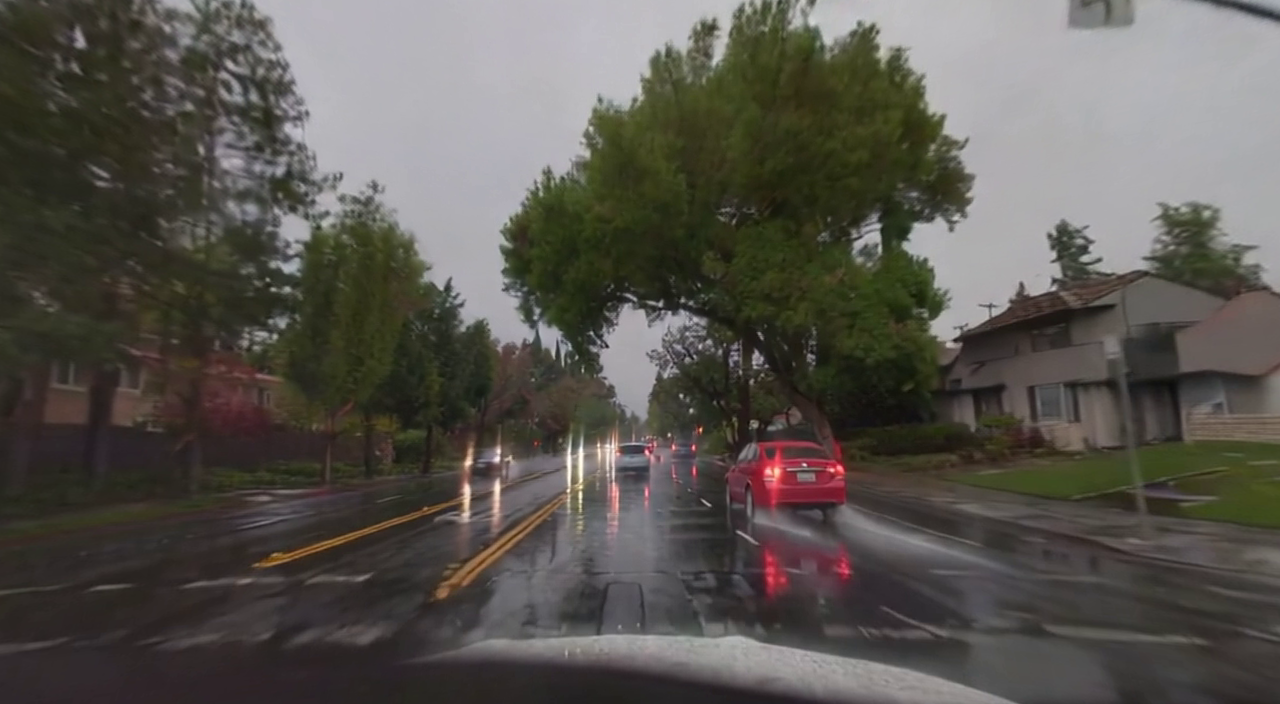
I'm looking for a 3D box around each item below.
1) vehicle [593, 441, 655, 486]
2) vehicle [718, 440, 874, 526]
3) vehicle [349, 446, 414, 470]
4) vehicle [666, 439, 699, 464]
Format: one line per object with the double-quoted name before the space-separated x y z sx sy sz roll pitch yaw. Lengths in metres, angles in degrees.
"vehicle" -0.584 4.114 23.667 2.114 1.483 4.207 0 -8 -1
"vehicle" 2.950 2.568 13.063 1.973 1.447 4.402 0 -8 -2
"vehicle" -19.631 8.058 48.073 4.133 1.737 1.862 0 -9 2
"vehicle" 3.281 7.841 49.974 2.187 1.847 4.553 0 -8 -2
